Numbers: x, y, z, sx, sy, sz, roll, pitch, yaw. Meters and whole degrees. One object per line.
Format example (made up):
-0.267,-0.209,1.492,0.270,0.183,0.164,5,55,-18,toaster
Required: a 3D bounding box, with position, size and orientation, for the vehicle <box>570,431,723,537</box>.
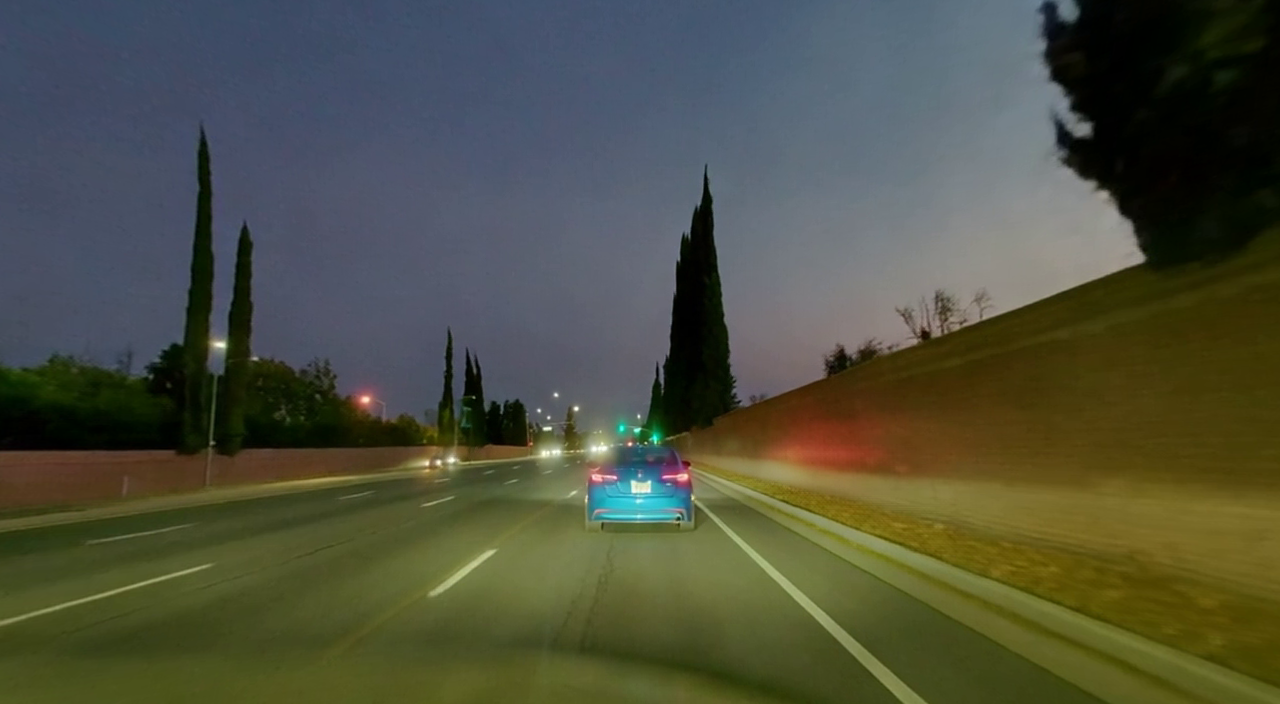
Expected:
0.067,2.230,11.330,2.205,1.509,4.272,0,-8,-1,vehicle
